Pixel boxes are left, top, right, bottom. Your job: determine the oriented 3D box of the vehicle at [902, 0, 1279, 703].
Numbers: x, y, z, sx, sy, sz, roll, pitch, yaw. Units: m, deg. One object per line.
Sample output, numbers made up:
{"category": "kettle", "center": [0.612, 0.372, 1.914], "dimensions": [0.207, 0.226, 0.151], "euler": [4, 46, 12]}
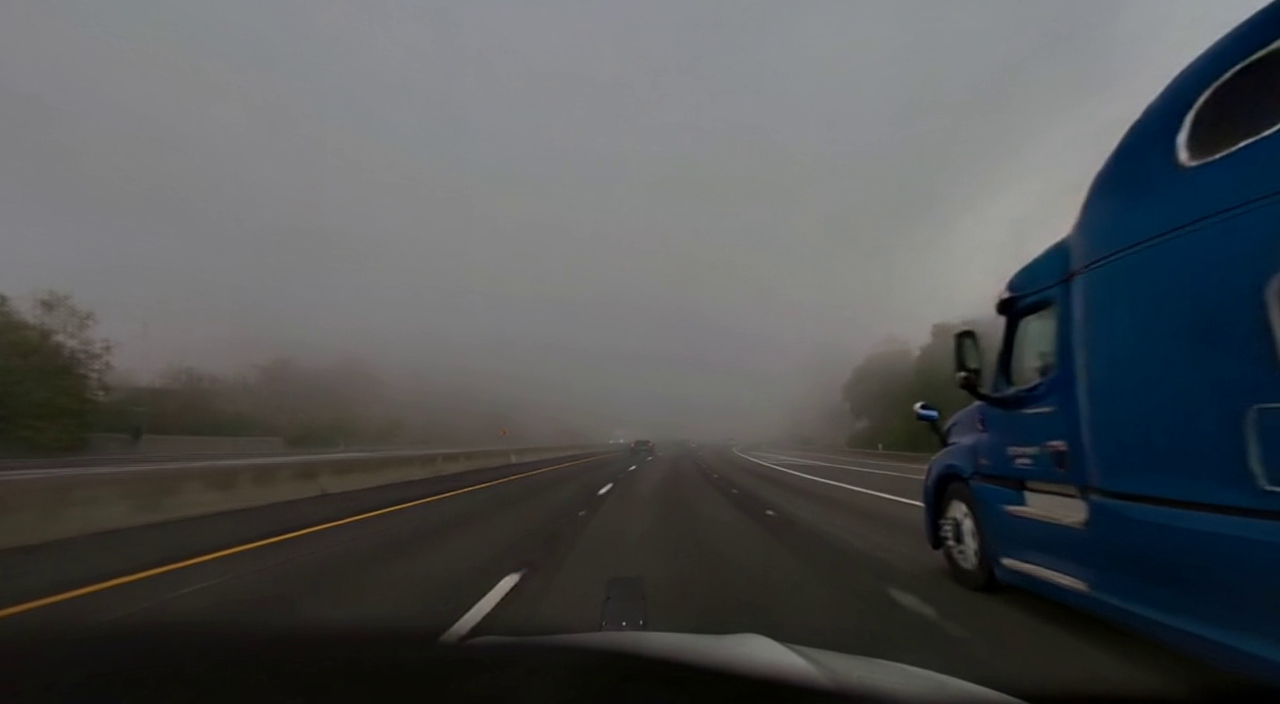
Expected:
{"category": "vehicle", "center": [4.493, -0.245, 2.731], "dimensions": [2.997, 3.915, 8.330], "euler": [0, -8, 0]}
